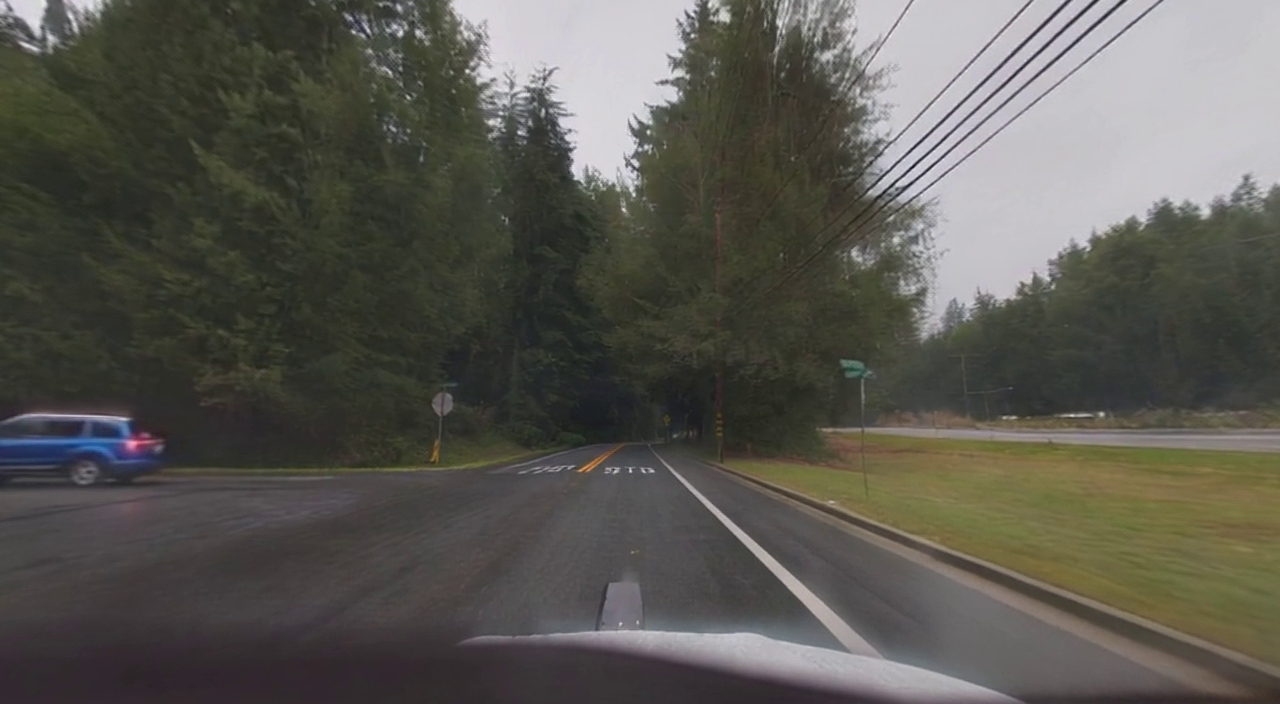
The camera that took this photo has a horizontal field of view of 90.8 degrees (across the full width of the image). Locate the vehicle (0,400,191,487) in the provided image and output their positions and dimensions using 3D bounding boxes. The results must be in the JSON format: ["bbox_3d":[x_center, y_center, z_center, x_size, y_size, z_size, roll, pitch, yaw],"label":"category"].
[{"bbox_3d":[-14.620,2.284,15.762,5.020,1.973,2.348,3,-9,-21],"label":"vehicle"}]
